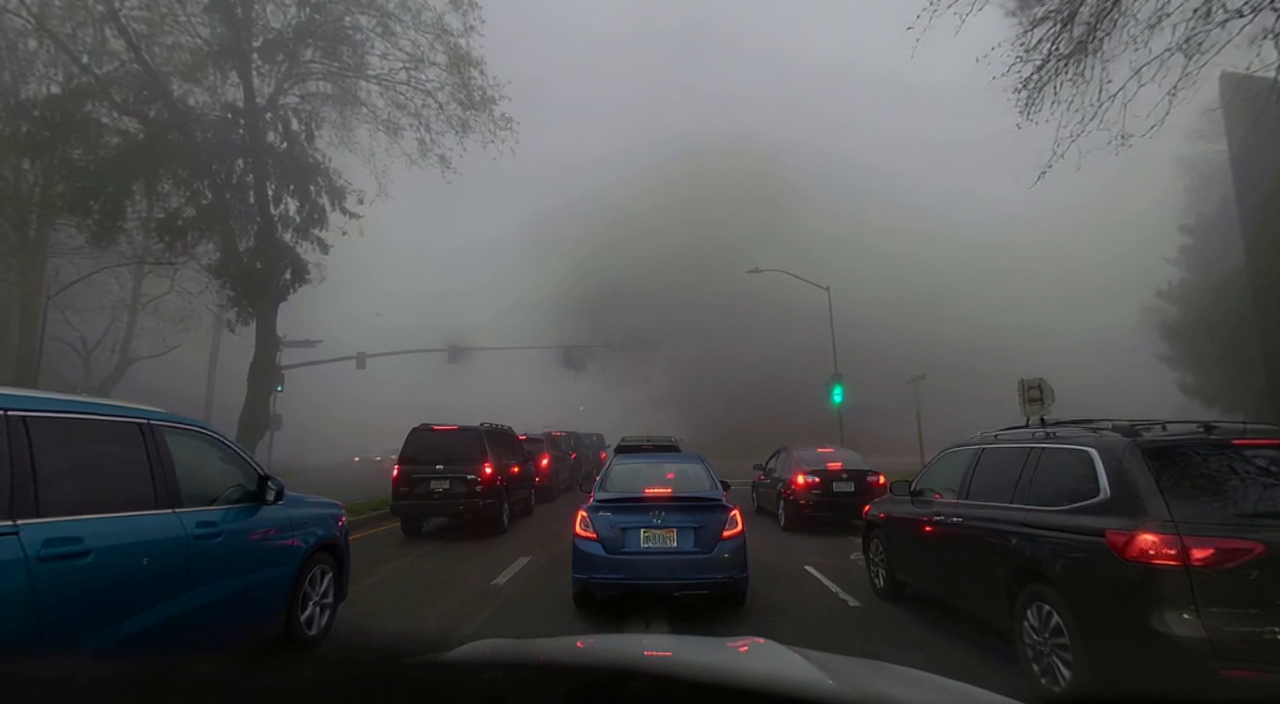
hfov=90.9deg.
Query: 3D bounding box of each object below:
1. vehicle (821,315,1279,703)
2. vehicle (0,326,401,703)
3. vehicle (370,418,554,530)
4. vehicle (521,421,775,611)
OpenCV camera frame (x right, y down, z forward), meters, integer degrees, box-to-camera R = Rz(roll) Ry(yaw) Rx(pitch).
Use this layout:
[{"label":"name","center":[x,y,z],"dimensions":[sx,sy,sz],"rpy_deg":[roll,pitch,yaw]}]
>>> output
[{"label":"vehicle","center":[3.221,1.108,4.763],"dimensions":[2.141,1.833,4.704],"rpy_deg":[0,-8,-2]},{"label":"vehicle","center":[-3.115,0.959,3.296],"dimensions":[1.982,1.721,4.261],"rpy_deg":[0,-8,1]},{"label":"vehicle","center":[-3.175,2.301,12.462],"dimensions":[2.117,1.772,4.619],"rpy_deg":[0,-8,2]},{"label":"vehicle","center":[0.030,1.600,7.061],"dimensions":[2.021,1.490,3.948],"rpy_deg":[0,-8,-1]}]
